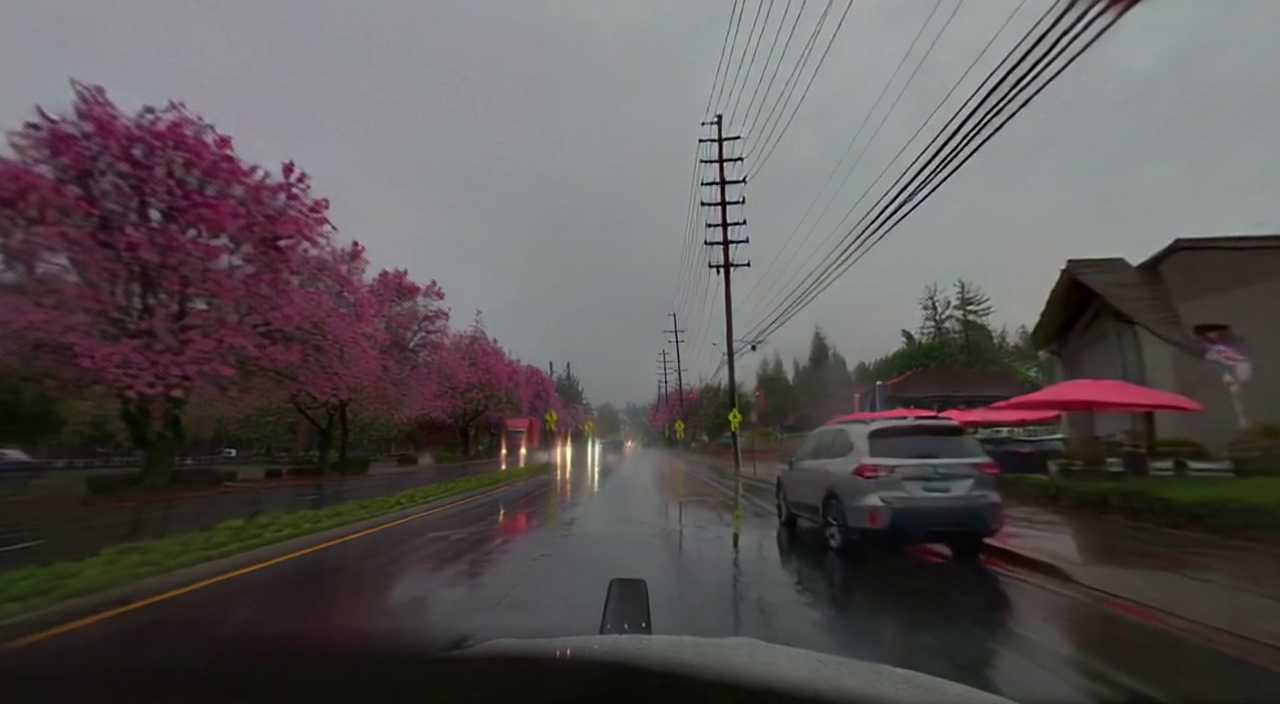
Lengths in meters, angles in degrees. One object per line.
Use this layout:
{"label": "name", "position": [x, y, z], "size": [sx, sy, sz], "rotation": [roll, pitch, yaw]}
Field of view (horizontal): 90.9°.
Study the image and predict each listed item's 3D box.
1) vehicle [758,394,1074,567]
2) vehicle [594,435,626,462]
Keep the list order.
{"label": "vehicle", "position": [3.609, 1.850, 9.937], "size": [2.280, 1.904, 5.779], "rotation": [0, -8, -1]}
{"label": "vehicle", "position": [-2.251, 7.397, 48.296], "size": [2.202, 1.961, 4.980], "rotation": [0, -8, 0]}
